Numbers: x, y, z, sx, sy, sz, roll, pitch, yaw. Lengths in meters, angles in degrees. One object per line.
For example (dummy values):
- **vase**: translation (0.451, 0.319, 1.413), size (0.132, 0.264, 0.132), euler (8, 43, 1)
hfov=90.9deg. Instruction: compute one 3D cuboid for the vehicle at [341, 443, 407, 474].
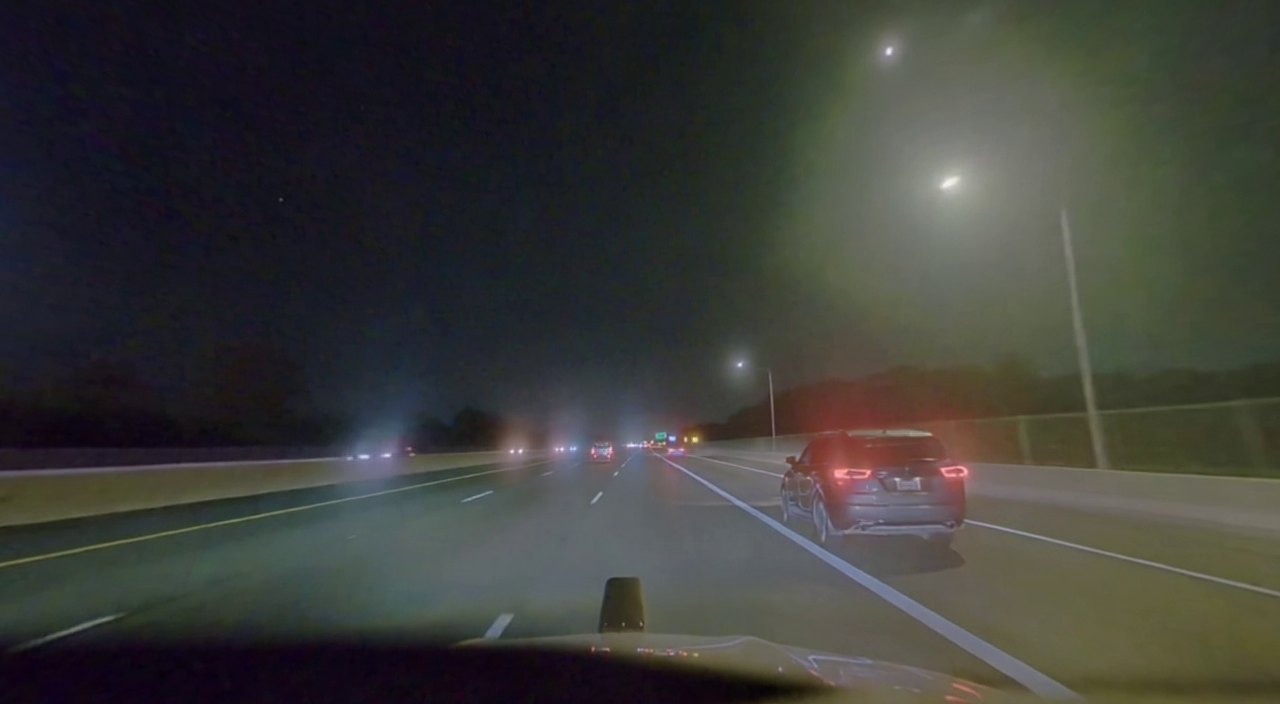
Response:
- **vehicle**: translation (-16.201, 6.475, 38.754), size (1.977, 1.763, 4.611), euler (0, -8, 1)
